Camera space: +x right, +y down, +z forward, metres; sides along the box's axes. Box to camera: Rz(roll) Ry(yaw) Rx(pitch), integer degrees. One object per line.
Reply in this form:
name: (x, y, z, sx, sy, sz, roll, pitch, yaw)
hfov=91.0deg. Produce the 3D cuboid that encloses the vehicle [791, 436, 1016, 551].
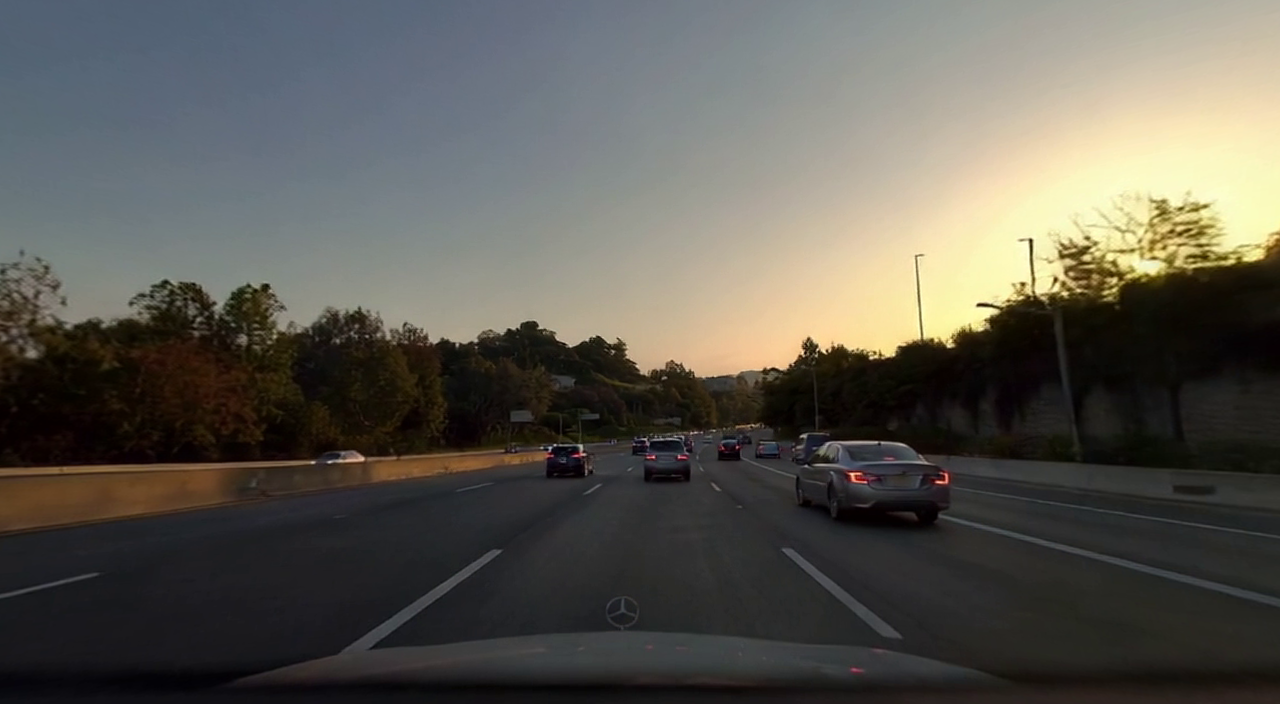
vehicle: (4.090, 2.254, 10.742, 1.999, 1.514, 4.338, 0, -9, 1)

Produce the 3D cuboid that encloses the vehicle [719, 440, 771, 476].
vehicle: (5.358, 5.481, 32.772, 2.063, 1.710, 4.591, 0, -9, 1)

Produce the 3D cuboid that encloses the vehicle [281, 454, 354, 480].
vehicle: (-21.210, 7.569, 41.683, 1.902, 1.522, 5.027, 0, -9, 3)

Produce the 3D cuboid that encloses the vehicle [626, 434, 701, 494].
vehicle: (0.769, 3.596, 20.525, 2.181, 1.728, 3.970, 0, -9, 2)

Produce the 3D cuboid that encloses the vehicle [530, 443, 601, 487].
vehicle: (-2.761, 4.322, 24.389, 2.012, 1.495, 4.169, 0, -9, 3)
